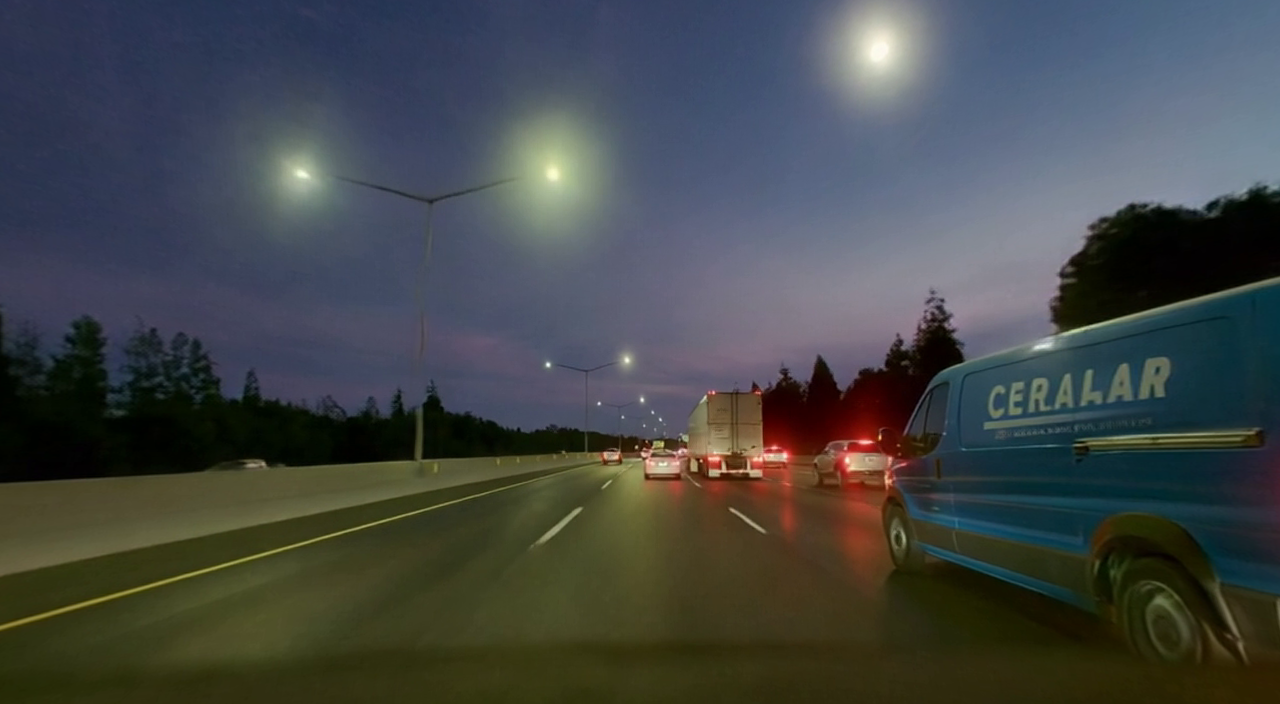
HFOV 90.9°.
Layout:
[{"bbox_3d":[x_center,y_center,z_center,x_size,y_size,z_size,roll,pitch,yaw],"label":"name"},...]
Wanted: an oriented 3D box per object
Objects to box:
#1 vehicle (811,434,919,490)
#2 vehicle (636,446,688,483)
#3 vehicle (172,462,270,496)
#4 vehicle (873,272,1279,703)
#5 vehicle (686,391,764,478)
[{"bbox_3d":[7.818,3.868,22.484,2.144,1.769,4.540,0,-9,0],"label":"vehicle"},{"bbox_3d":[0.870,4.851,27.474,2.063,1.469,4.208,0,-9,-1],"label":"vehicle"},{"bbox_3d":[-23.177,7.018,35.125,2.172,1.608,4.681,0,-9,1],"label":"vehicle"},{"bbox_3d":[3.789,0.916,3.970,2.441,2.017,5.739,0,-9,0],"label":"vehicle"},{"bbox_3d":[4.469,4.820,36.041,2.821,4.077,12.562,0,-9,1],"label":"vehicle"}]
